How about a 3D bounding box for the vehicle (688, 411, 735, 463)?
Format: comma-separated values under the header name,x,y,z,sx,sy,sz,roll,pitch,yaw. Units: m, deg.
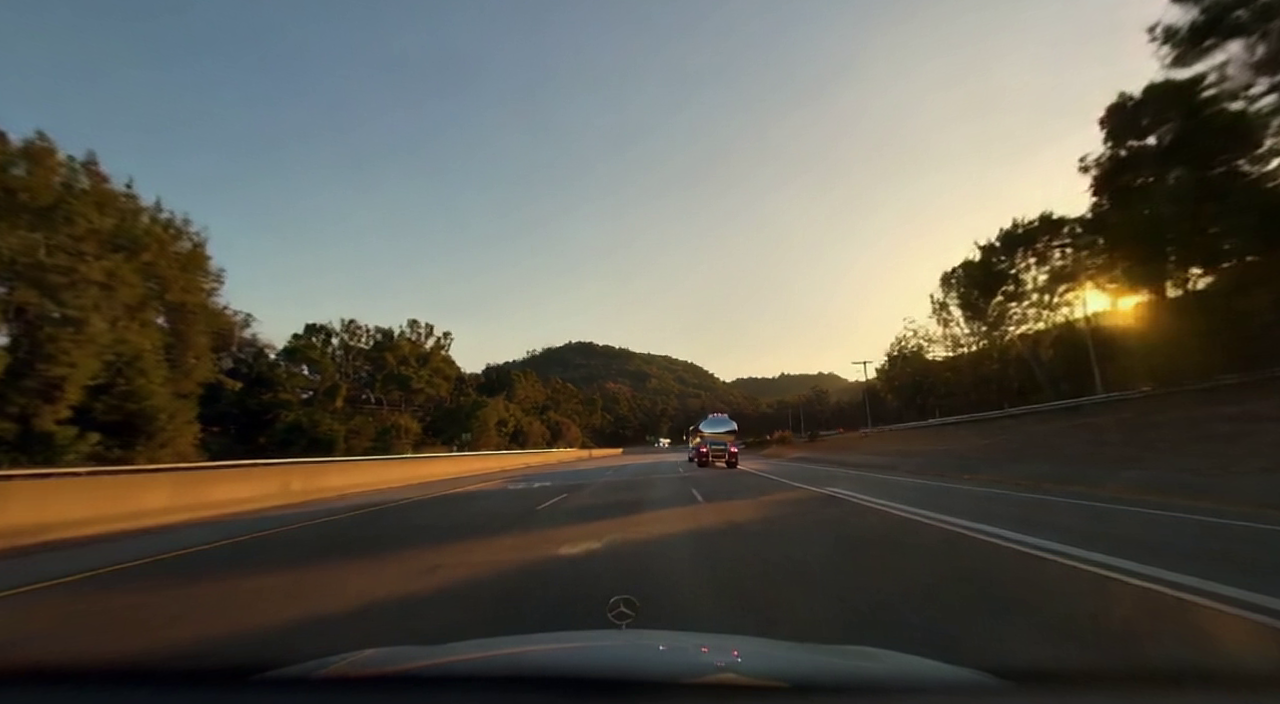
name,x,y,z,sx,sy,sz,roll,pitch,yaw
vehicle,5.370,6.611,48.879,3.034,3.651,8.256,-1,-9,3
